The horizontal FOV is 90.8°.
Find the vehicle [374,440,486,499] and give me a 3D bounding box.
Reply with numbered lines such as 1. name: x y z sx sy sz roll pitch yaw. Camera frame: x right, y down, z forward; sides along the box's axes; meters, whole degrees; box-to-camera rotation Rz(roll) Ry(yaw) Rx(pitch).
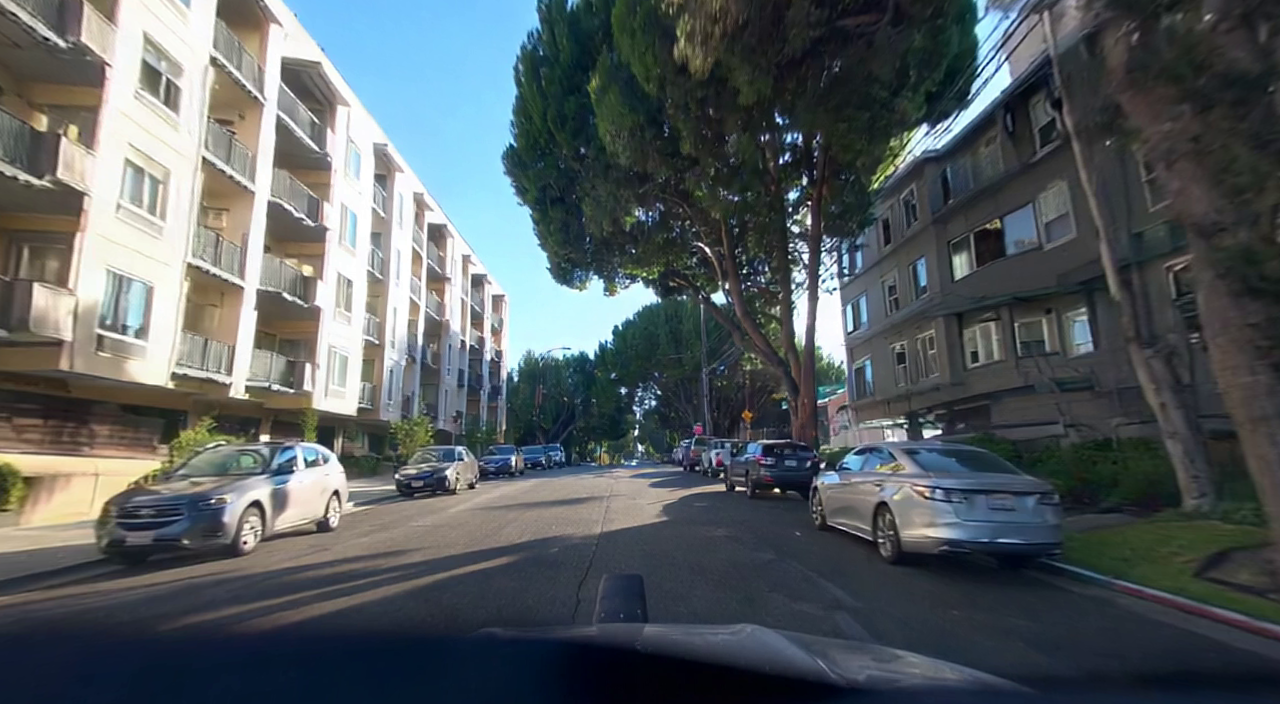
1. vehicle: -6.494 3.667 20.152 2.100 1.640 4.341 0 -8 0

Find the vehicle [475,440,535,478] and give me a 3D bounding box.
1. vehicle: -6.452 5.130 30.610 1.947 1.707 4.352 0 -8 0

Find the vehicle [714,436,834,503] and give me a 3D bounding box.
1. vehicle: 3.350 3.046 16.905 1.948 1.502 5.013 0 -8 -2

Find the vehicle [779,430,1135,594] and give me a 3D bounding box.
1. vehicle: 3.482 1.837 8.382 2.041 1.488 5.026 0 -8 -1

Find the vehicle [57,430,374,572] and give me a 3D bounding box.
1. vehicle: -6.256 2.189 10.206 2.023 1.740 4.567 0 -8 -2
